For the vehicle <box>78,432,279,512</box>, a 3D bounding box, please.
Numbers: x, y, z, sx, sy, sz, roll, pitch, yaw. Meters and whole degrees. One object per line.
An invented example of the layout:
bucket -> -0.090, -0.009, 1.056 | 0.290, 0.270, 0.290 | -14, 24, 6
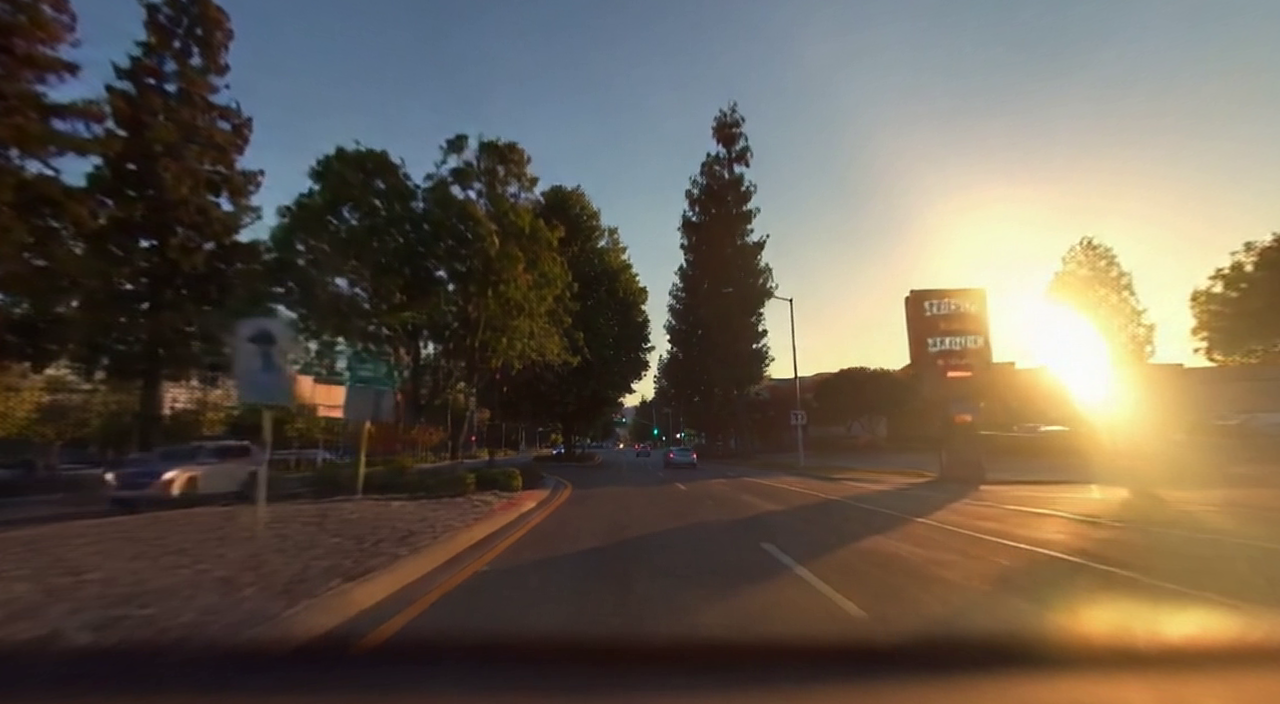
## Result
vehicle -> -11.766, 3.049, 16.656 | 1.953, 1.761, 4.702 | 0, -8, -4

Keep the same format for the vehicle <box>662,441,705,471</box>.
vehicle -> 2.407, 5.927, 36.111 | 1.961, 1.580, 4.020 | 0, -8, -3
